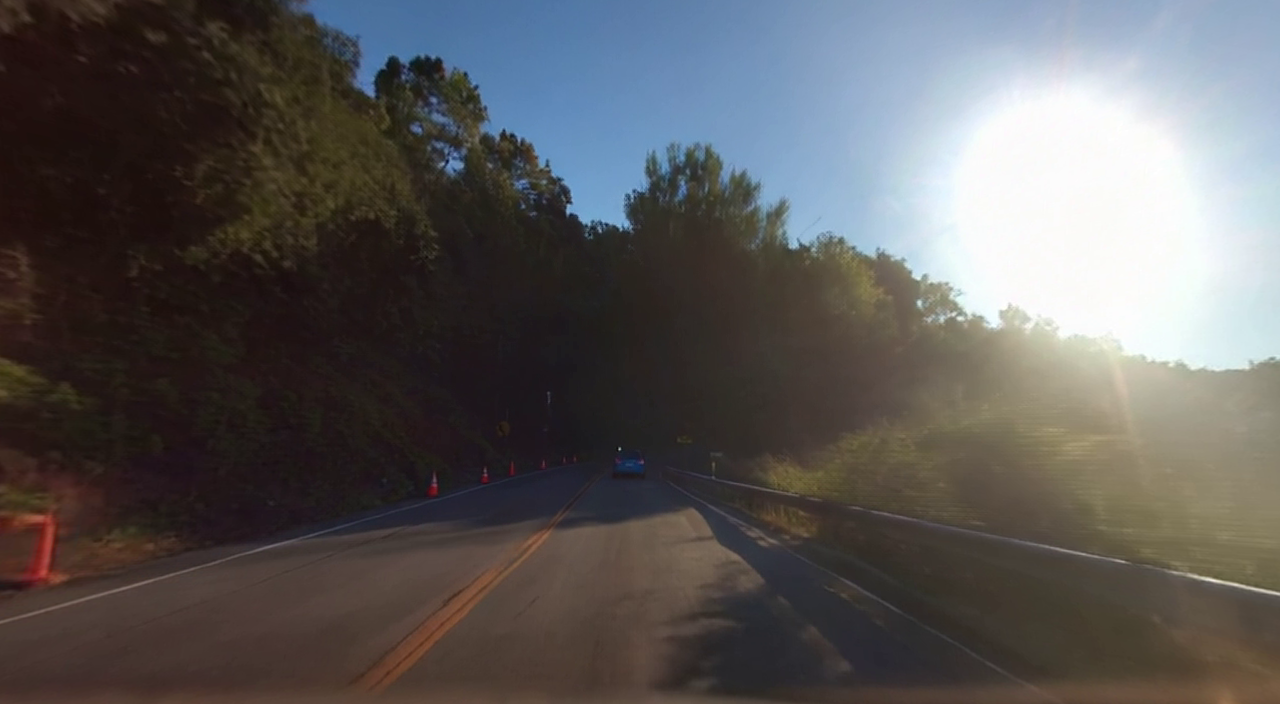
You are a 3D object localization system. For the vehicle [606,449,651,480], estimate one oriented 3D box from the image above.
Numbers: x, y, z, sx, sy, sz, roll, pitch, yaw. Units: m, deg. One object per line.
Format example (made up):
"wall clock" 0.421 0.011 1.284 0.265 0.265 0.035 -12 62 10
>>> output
"vehicle" -0.531 6.008 33.974 2.259 1.503 4.075 0 -9 1
